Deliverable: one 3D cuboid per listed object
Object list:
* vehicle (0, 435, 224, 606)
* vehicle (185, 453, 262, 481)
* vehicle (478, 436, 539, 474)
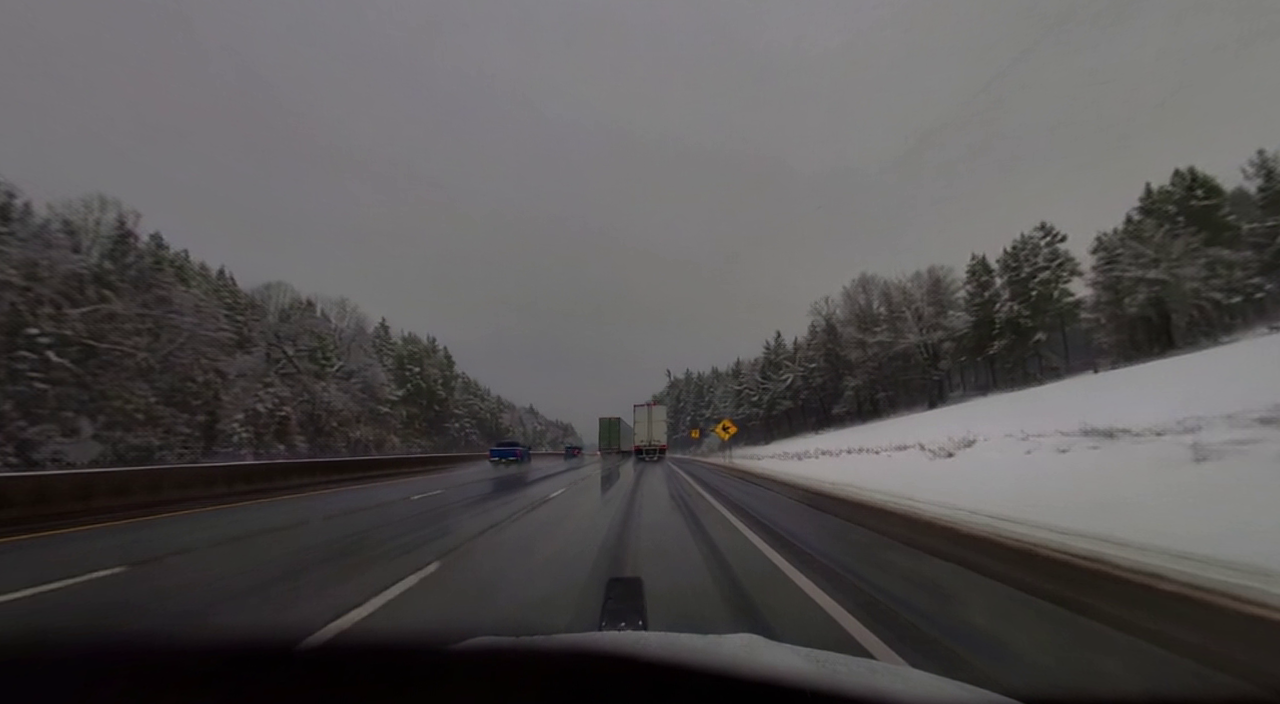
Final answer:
[{"bbox_3d":[-7.890,1.902,7.451,2.258,1.785,5.318,0,-8,1],"label":"vehicle"},{"bbox_3d":[-29.754,8.208,45.256,2.067,1.818,4.917,0,-8,1],"label":"vehicle"},{"bbox_3d":[-6.924,5.478,33.751,2.149,1.884,4.627,0,-8,1],"label":"vehicle"}]
